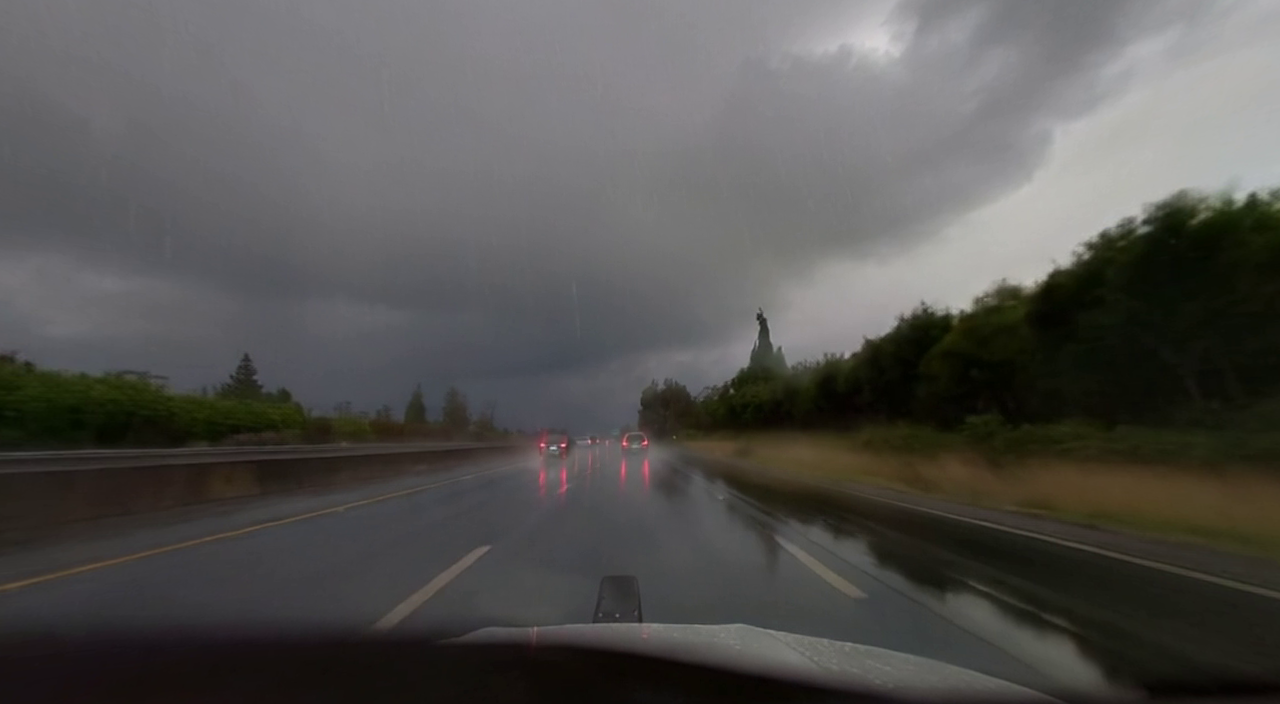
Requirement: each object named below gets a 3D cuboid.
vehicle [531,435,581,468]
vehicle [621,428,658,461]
[{"bbox_3d":[-4.233,5.075,32.350,2.062,1.567,4.117,0,-8,-1],"label":"vehicle"},{"bbox_3d":[-0.071,5.976,40.697,2.223,1.957,4.416,0,-8,-2],"label":"vehicle"}]
